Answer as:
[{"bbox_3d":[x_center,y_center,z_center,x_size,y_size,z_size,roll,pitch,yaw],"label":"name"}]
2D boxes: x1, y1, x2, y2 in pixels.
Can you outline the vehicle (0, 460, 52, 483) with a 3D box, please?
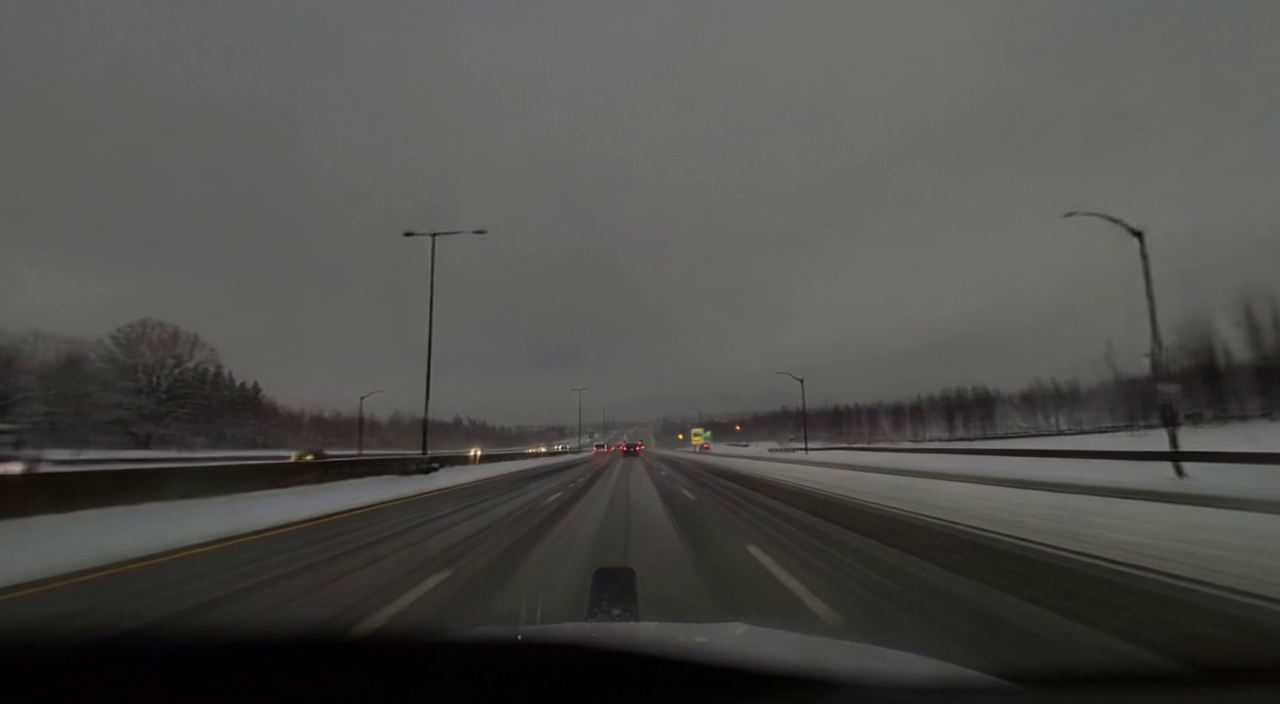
[{"bbox_3d":[-42.580,8.066,42.649,1.756,1.437,4.174,0,-9,0],"label":"vehicle"}]
